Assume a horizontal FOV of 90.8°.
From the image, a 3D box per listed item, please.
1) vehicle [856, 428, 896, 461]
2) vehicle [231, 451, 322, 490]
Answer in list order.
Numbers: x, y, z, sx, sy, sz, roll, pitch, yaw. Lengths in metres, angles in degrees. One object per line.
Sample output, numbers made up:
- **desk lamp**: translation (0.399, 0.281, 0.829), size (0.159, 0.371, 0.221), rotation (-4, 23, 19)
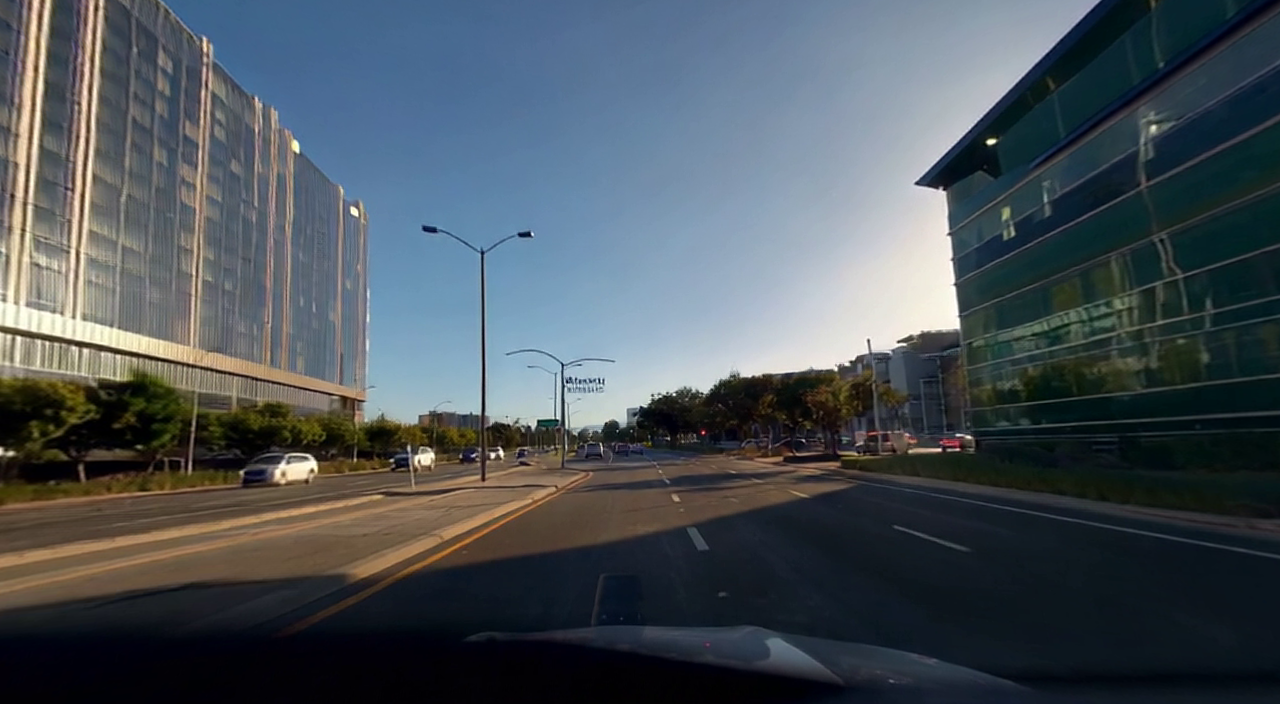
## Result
- **vehicle**: translation (16.911, 6.633, 45.366), size (1.686, 2.284, 3.164), rotation (0, -7, 1)
- **vehicle**: translation (-18.504, 6.003, 32.441), size (1.980, 1.732, 4.498), rotation (-2, -9, 1)
